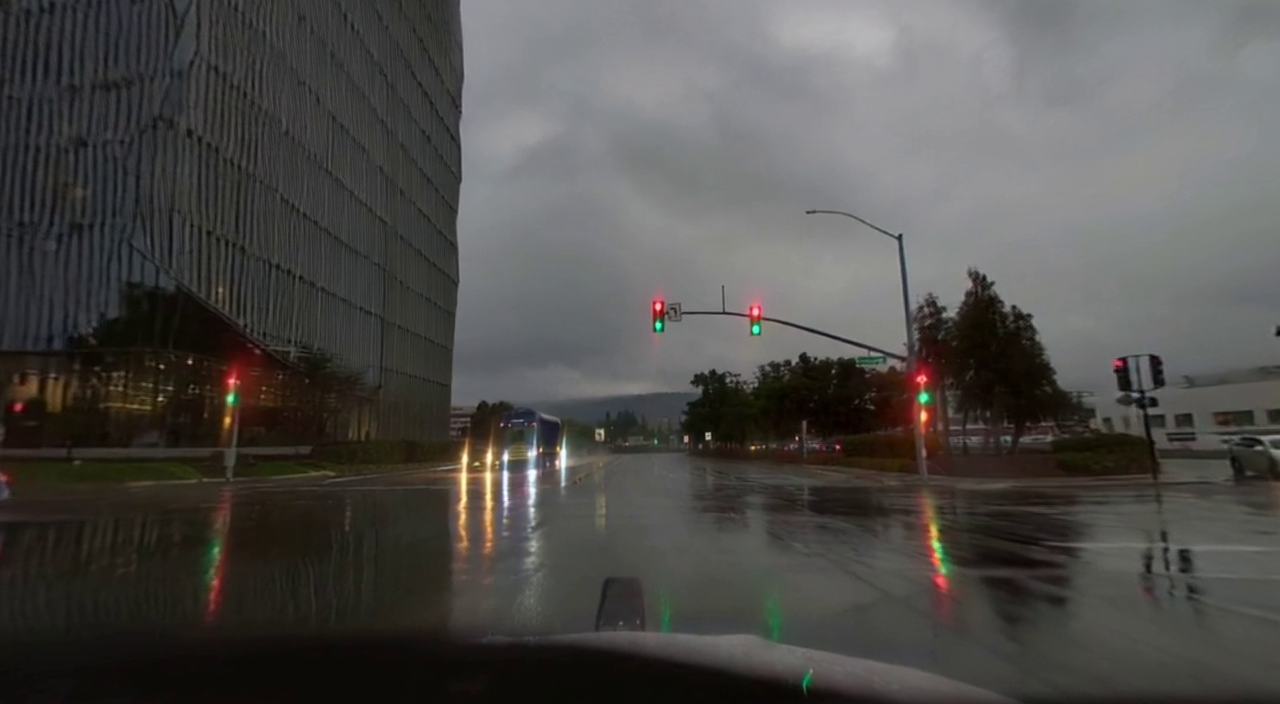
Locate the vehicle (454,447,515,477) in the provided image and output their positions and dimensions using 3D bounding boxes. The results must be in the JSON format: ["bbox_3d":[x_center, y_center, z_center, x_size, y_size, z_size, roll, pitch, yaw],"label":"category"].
[{"bbox_3d":[-8.496,6.039,34.870,2.113,1.535,4.504,0,-9,1],"label":"vehicle"}]

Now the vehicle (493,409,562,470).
[{"bbox_3d":[-7.987,6.530,46.563,3.109,3.888,11.000,1,-9,0],"label":"vehicle"}]
